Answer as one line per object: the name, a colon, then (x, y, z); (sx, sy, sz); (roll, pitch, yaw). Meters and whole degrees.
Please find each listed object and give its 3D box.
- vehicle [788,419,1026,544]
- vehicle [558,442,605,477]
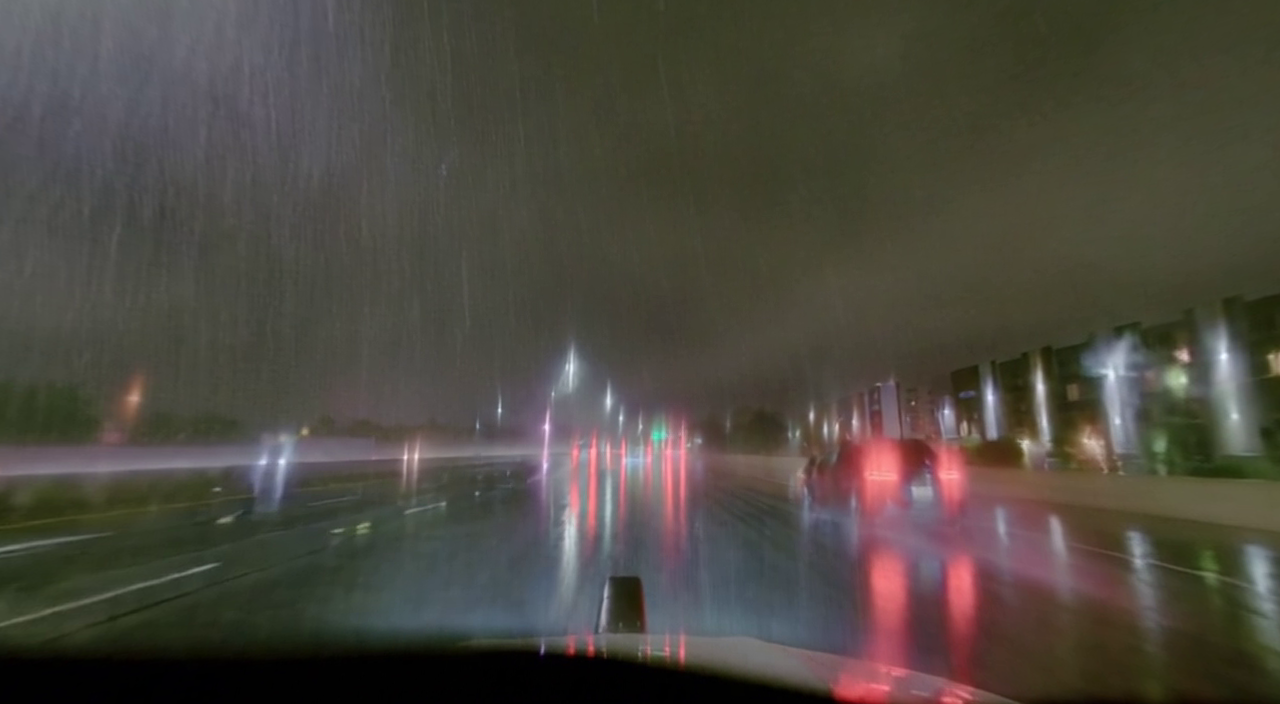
vehicle: (4.328, 2.183, 11.273); (2.170, 1.733, 4.631); (0, -9, 0)
vehicle: (-3.071, 5.770, 34.090); (2.075, 1.721, 4.763); (0, -9, 1)
